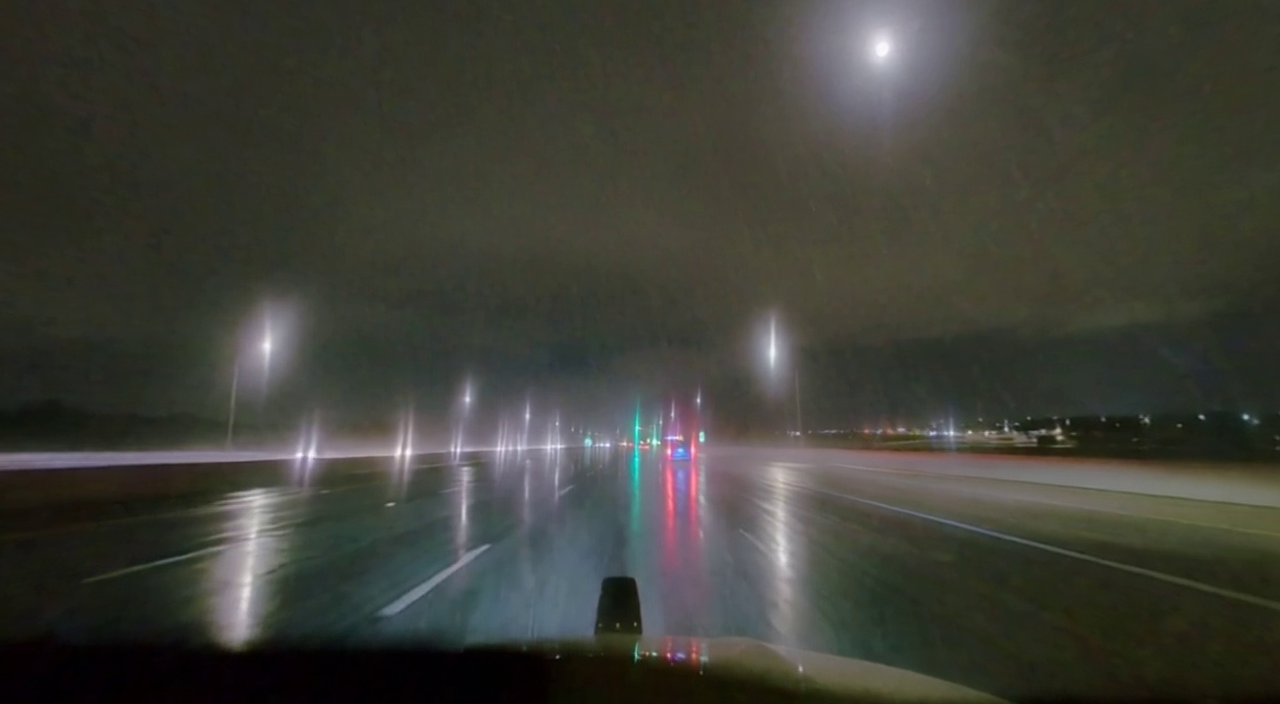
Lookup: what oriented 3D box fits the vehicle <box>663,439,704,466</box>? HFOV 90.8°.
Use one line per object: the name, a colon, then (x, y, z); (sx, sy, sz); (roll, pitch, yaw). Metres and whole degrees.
vehicle: (2.766, 6.458, 40.749); (2.270, 1.615, 3.770); (0, -8, -2)
